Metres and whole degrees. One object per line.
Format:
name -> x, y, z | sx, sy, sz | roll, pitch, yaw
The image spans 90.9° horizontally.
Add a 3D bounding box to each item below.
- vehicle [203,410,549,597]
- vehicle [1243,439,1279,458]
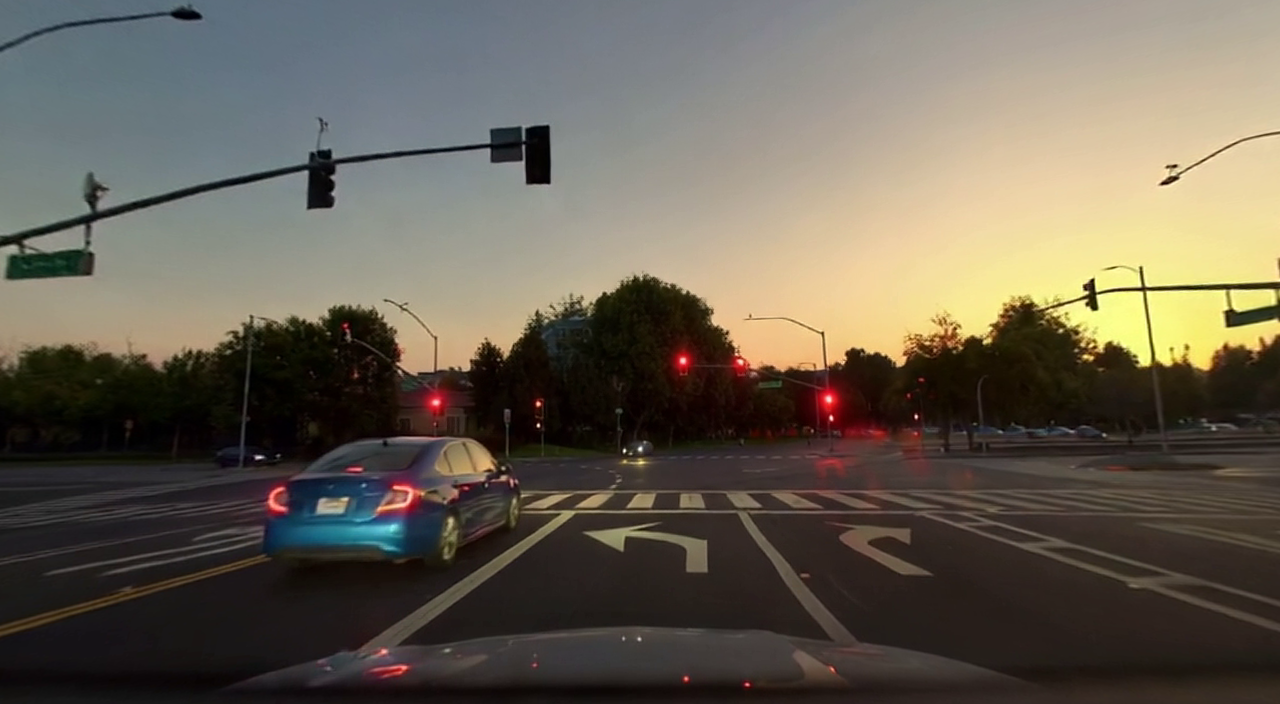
vehicle -> -2.612, 1.607, 7.550 | 2.055, 1.573, 4.065 | -1, -9, 6
vehicle -> 49.759, 7.548, 49.416 | 1.574, 1.369, 3.611 | -1, -7, 8
